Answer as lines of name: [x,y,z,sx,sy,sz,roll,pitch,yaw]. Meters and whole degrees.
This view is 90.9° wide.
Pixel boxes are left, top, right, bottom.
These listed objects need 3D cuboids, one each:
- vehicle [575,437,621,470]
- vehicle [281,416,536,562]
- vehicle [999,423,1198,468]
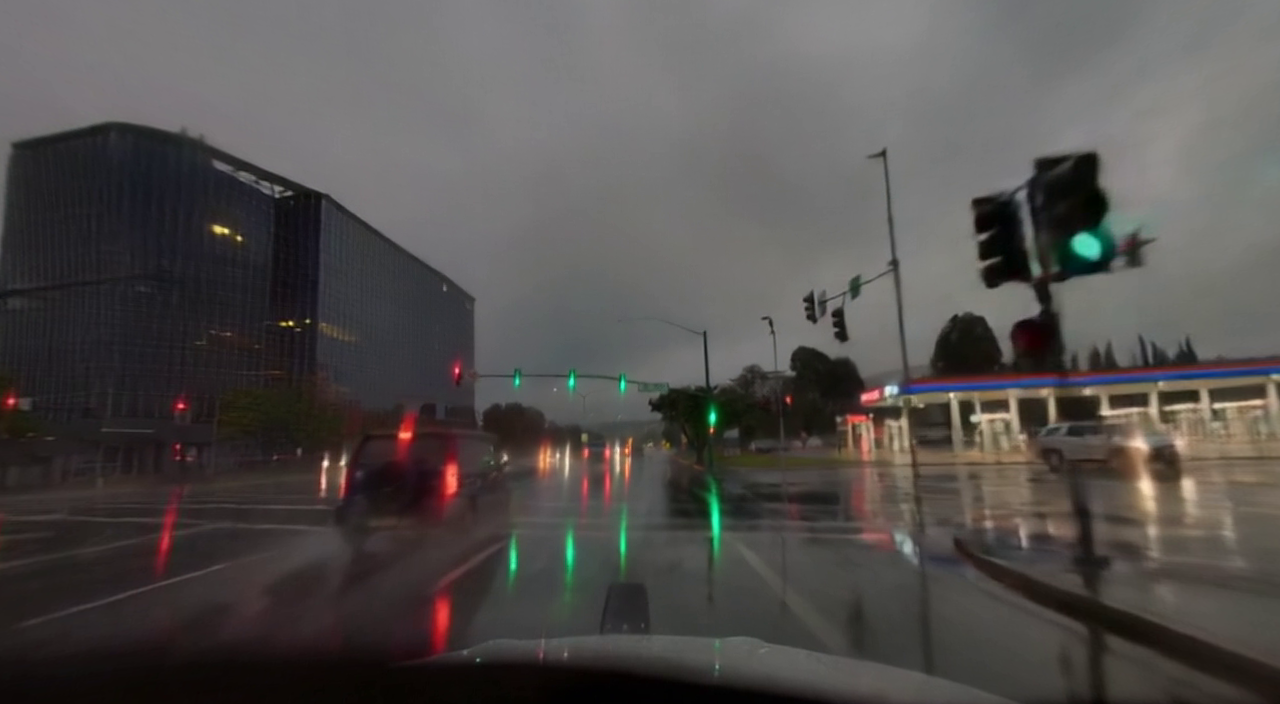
vehicle: [-2.803,6.968,43.442,2.602,2.091,6.347,0,-8,1]
vehicle: [-3.140,1.953,9.773,2.183,1.731,4.338,0,-8,2]
vehicle: [17.350,3.580,24.267,5.708,1.585,2.070,-3,-9,19]
